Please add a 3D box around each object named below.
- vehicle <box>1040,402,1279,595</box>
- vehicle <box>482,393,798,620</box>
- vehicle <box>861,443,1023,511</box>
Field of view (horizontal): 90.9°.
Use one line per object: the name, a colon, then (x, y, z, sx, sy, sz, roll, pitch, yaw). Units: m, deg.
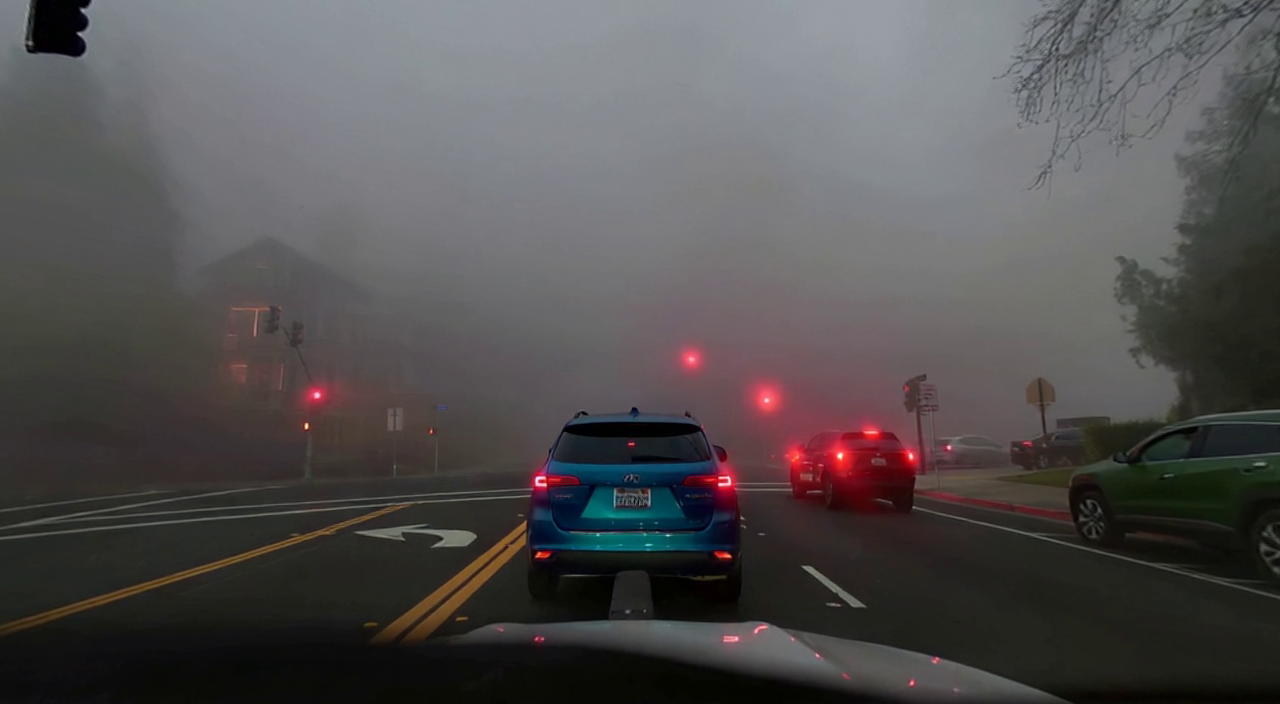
vehicle: (7.023, 1.542, 7.044, 1.989, 1.791, 4.735, 0, -8, 0)
vehicle: (0.033, 1.460, 6.910, 2.322, 1.667, 4.367, 0, -8, 1)
vehicle: (7.286, 3.010, 15.805, 1.860, 1.436, 4.479, 0, -8, 0)
